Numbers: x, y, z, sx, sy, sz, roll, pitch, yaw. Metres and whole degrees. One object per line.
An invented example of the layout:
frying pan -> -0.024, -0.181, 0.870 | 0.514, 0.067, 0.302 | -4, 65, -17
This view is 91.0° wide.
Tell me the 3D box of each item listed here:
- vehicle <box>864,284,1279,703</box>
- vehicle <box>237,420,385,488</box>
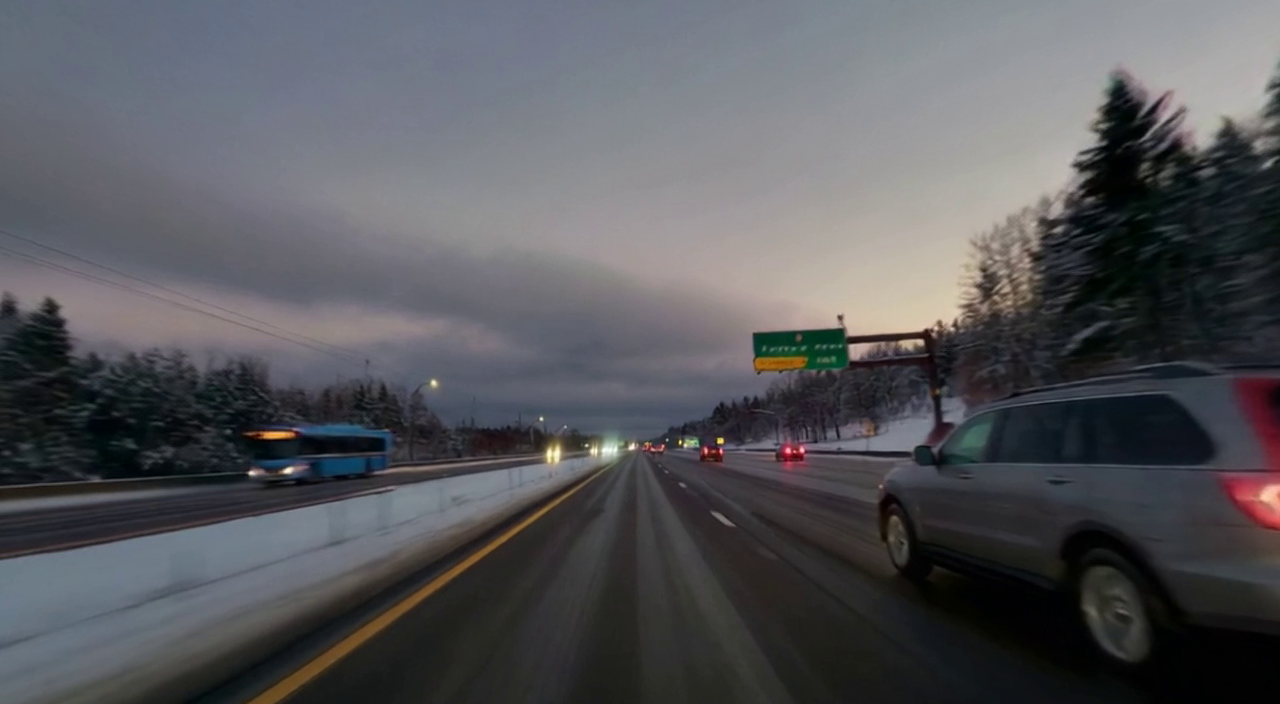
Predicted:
vehicle -> 3.372, 0.923, 3.779 | 2.207, 1.850, 4.875 | 0, -9, 0
vehicle -> -22.368, 7.100, 44.381 | 3.045, 3.860, 13.939 | -2, -9, 0
